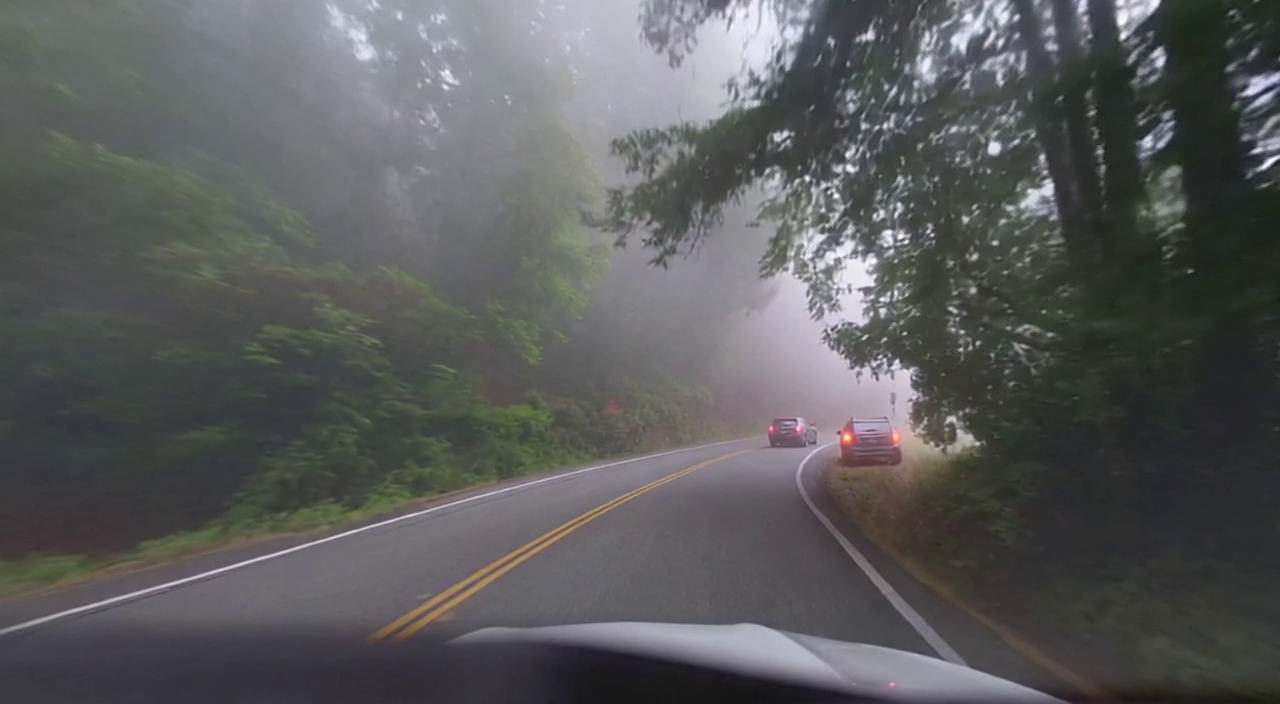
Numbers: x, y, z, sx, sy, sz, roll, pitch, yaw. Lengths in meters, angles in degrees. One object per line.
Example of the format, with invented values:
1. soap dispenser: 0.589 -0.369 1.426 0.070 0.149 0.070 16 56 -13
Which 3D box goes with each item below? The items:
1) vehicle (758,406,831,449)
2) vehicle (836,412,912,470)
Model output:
1. vehicle: 7.914 3.813 31.868 2.469 1.953 5.605 -4 -8 24
2. vehicle: 8.295 3.147 22.237 2.172 1.773 4.601 -4 -9 22
